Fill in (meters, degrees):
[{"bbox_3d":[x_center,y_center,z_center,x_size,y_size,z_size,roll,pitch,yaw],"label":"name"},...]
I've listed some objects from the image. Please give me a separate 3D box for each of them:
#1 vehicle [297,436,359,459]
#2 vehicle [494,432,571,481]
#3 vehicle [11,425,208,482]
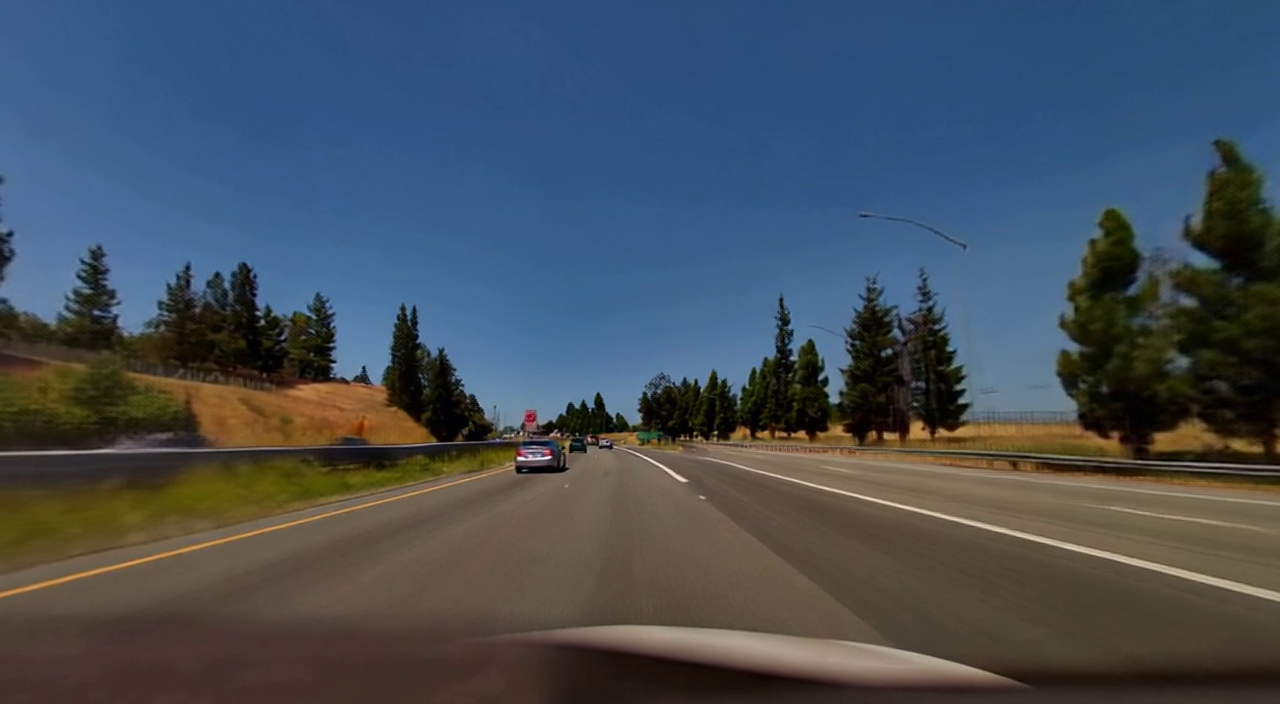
[{"bbox_3d":[-19.914,6.096,40.441,1.892,1.435,4.234,0,-8,-2],"label":"vehicle"},{"bbox_3d":[-3.825,3.777,23.297,2.047,1.612,4.631,0,-8,0],"label":"vehicle"},{"bbox_3d":[-15.295,2.937,18.618,1.838,1.473,4.625,0,-8,-1],"label":"vehicle"}]
